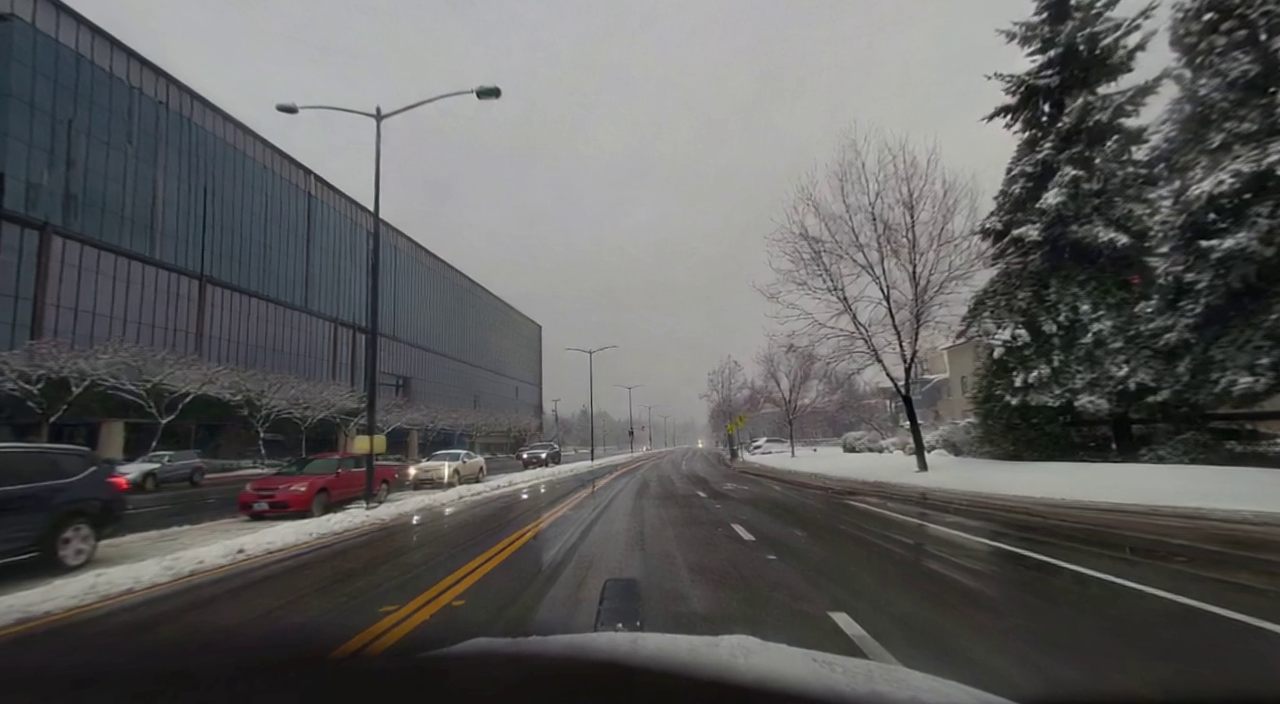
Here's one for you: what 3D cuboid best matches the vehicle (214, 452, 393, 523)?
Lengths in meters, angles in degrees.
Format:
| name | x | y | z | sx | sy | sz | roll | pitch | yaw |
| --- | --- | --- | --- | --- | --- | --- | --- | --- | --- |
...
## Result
| name | x | y | z | sx | sy | sz | roll | pitch | yaw |
| --- | --- | --- | --- | --- | --- | --- | --- | --- | --- |
| vehicle | -8.150 | 3.285 | 15.929 | 1.845 | 1.456 | 4.616 | 0 | -8 | 2 |

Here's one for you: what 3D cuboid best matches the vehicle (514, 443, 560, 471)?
| name | x | y | z | sx | sy | sz | roll | pitch | yaw |
| --- | --- | --- | --- | --- | --- | --- | --- | --- | --- |
| vehicle | -6.828 | 7.001 | 42.327 | 1.988 | 1.755 | 4.568 | -1 | -8 | 4 |

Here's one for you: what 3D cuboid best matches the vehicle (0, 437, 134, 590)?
| name | x | y | z | sx | sy | sz | roll | pitch | yaw |
| --- | --- | --- | --- | --- | --- | --- | --- | --- | --- |
| vehicle | -8.252 | 1.733 | 6.535 | 2.021 | 1.704 | 4.756 | 0 | -8 | 1 |

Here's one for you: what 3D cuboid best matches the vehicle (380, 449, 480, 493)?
| name | x | y | z | sx | sy | sz | roll | pitch | yaw |
| --- | --- | --- | --- | --- | --- | --- | --- | --- | --- |
| vehicle | -7.874 | 4.470 | 24.225 | 1.983 | 1.486 | 4.707 | 0 | -8 | 3 |
